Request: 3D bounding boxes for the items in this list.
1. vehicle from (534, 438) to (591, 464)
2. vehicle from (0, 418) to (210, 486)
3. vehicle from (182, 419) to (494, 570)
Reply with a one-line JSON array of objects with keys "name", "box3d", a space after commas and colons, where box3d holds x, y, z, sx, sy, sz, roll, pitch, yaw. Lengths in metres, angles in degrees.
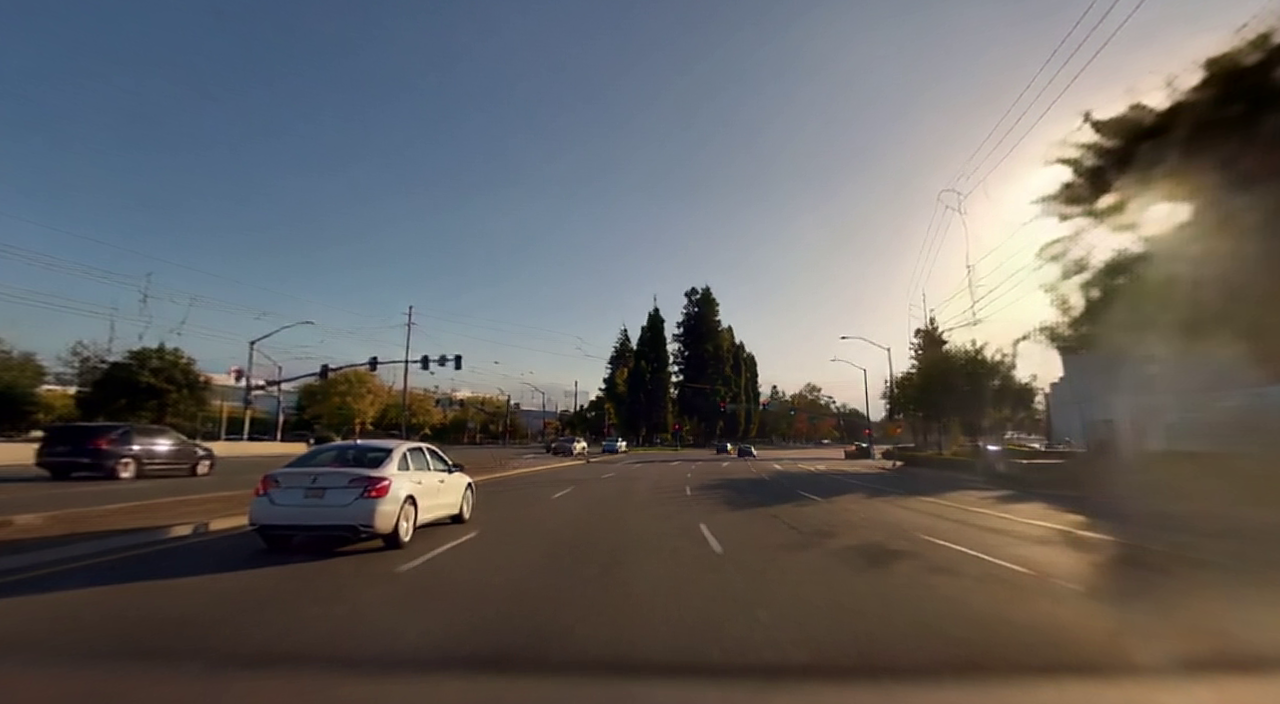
[{"name": "vehicle", "box3d": [-4.757, 6.177, 39.524, 2.080, 1.495, 5.242, -1, -9, 10]}, {"name": "vehicle", "box3d": [-13.524, 2.535, 16.116, 1.984, 1.488, 4.258, 0, -9, 2]}, {"name": "vehicle", "box3d": [-3.474, 1.716, 8.379, 1.934, 1.463, 4.220, 0, -9, 2]}]
